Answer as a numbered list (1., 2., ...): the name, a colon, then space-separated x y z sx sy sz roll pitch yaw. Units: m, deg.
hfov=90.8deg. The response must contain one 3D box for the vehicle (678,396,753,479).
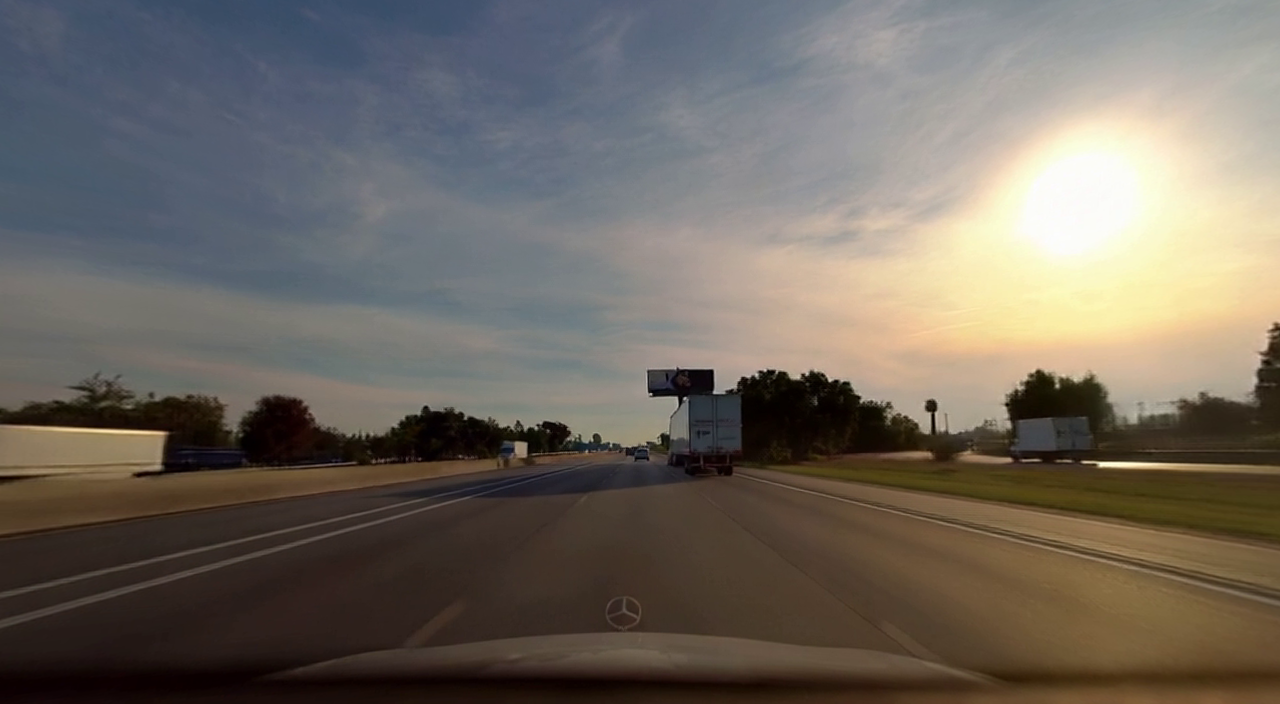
1. vehicle: 4.320 5.393 39.243 3.058 4.312 12.251 0 -9 0

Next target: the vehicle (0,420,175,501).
1. vehicle: -33.446 6.083 35.480 3.313 3.977 14.449 0 -9 2
